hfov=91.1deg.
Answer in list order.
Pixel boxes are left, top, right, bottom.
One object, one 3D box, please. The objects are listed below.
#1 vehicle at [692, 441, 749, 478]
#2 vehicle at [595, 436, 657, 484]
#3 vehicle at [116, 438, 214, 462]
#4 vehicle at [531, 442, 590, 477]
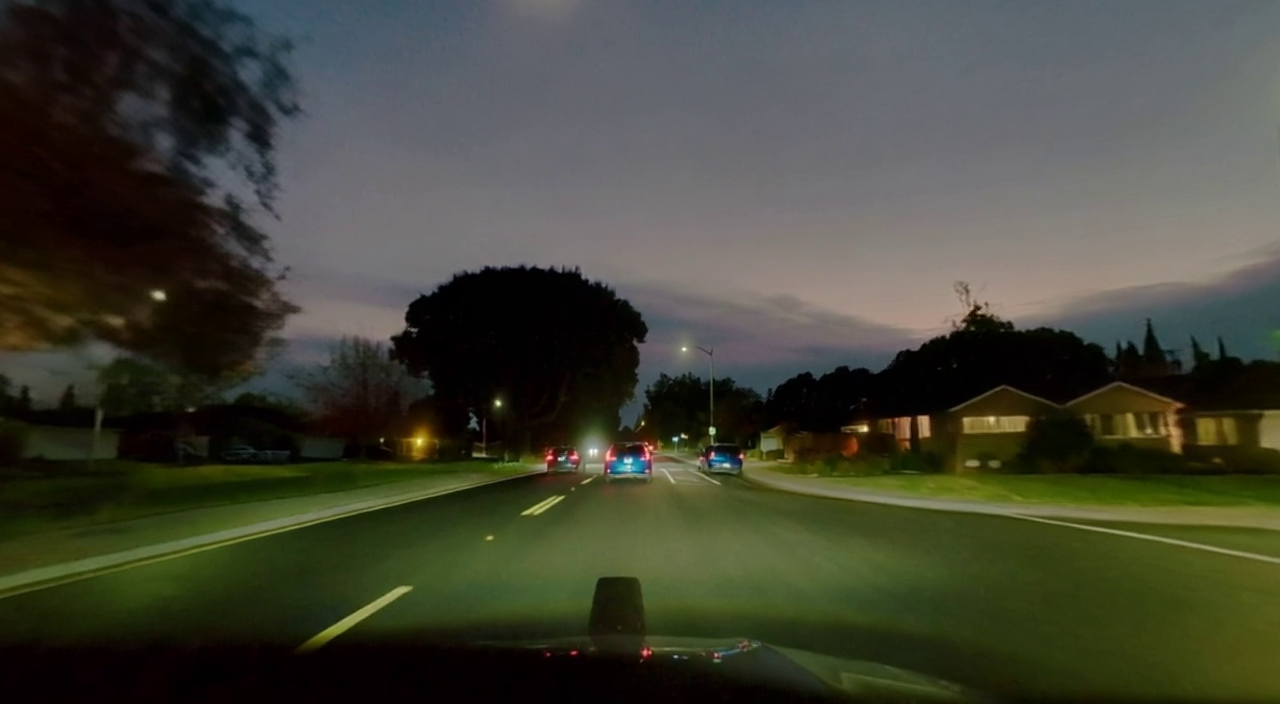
[{"bbox_3d":[4.002,5.440,32.084,2.332,1.769,4.518,0,-8,0],"label":"vehicle"},{"bbox_3d":[-0.487,4.211,24.793,2.220,1.742,4.047,0,-8,0],"label":"vehicle"},{"bbox_3d":[-32.232,6.666,42.704,4.891,1.538,2.059,0,-9,0],"label":"vehicle"},{"bbox_3d":[-3.531,4.872,28.705,2.032,1.433,4.458,0,-8,1],"label":"vehicle"}]
